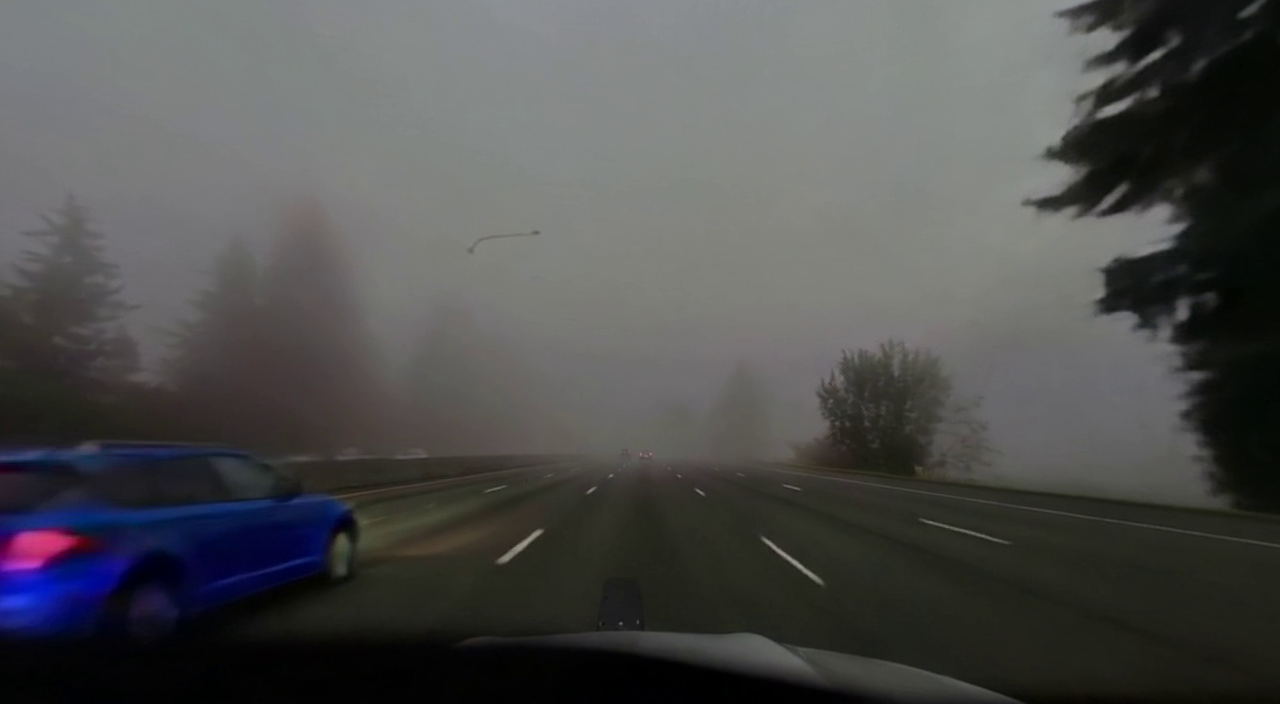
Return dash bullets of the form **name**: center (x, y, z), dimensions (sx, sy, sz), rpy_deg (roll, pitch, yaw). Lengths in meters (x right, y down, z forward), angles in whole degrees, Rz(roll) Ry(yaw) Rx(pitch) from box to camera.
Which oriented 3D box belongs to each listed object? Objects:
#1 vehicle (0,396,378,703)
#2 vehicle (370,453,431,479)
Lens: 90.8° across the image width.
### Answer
- **vehicle**: center (-3.642, 1.209, 4.219), dimensions (1.979, 1.521, 4.147), rpy_deg (0, -9, 0)
- **vehicle**: center (-16.117, 7.678, 42.729), dimensions (2.213, 1.598, 4.523), rpy_deg (-1, -9, 1)
